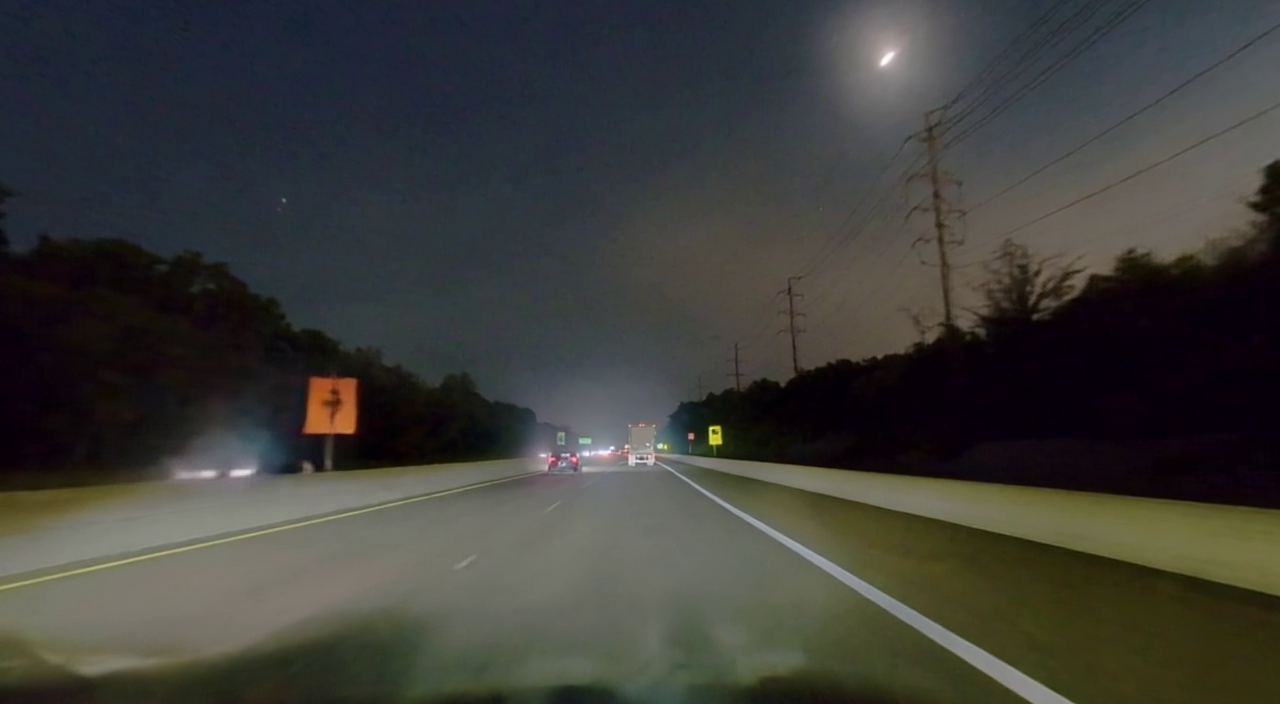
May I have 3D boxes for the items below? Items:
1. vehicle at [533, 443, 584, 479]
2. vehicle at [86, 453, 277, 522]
[{"bbox_3d":[-4.201,5.647,32.991,2.111,1.735,4.066,0,-9,0],"label":"vehicle"},{"bbox_3d":[-12.339,3.622,17.452,1.849,1.593,4.548,0,-9,0],"label":"vehicle"}]
